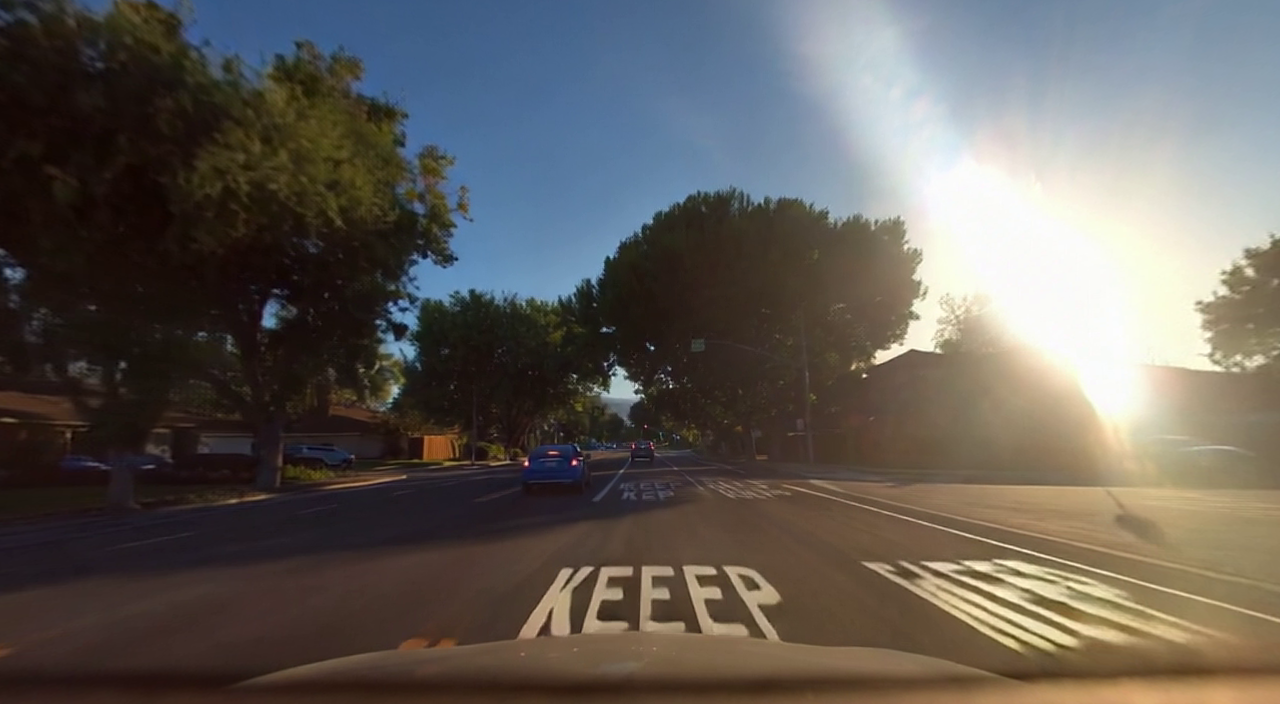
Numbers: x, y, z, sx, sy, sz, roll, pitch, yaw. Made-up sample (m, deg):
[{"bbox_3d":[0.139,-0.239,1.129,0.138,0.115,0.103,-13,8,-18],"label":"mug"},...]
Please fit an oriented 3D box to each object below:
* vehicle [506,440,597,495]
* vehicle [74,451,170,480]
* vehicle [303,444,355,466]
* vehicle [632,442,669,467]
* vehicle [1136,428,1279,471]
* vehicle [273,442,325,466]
[{"bbox_3d":[-2.591,3.525,19.752,2.158,1.469,4.909,0,-8,0],"label":"vehicle"},{"bbox_3d":[-28.682,6.264,35.086,1.961,1.470,3.811,0,-8,3],"label":"vehicle"},{"bbox_3d":[-23.266,7.700,47.318,1.894,1.508,3.783,0,-8,0],"label":"vehicle"},{"bbox_3d":[0.653,6.629,40.917,2.226,1.505,4.128,0,-8,0],"label":"vehicle"},{"bbox_3d":[22.787,3.887,25.167,4.318,1.601,1.975,0,-8,-3],"label":"vehicle"},{"bbox_3d":[-25.756,7.712,47.749,1.919,1.701,3.695,0,-8,-2],"label":"vehicle"}]
